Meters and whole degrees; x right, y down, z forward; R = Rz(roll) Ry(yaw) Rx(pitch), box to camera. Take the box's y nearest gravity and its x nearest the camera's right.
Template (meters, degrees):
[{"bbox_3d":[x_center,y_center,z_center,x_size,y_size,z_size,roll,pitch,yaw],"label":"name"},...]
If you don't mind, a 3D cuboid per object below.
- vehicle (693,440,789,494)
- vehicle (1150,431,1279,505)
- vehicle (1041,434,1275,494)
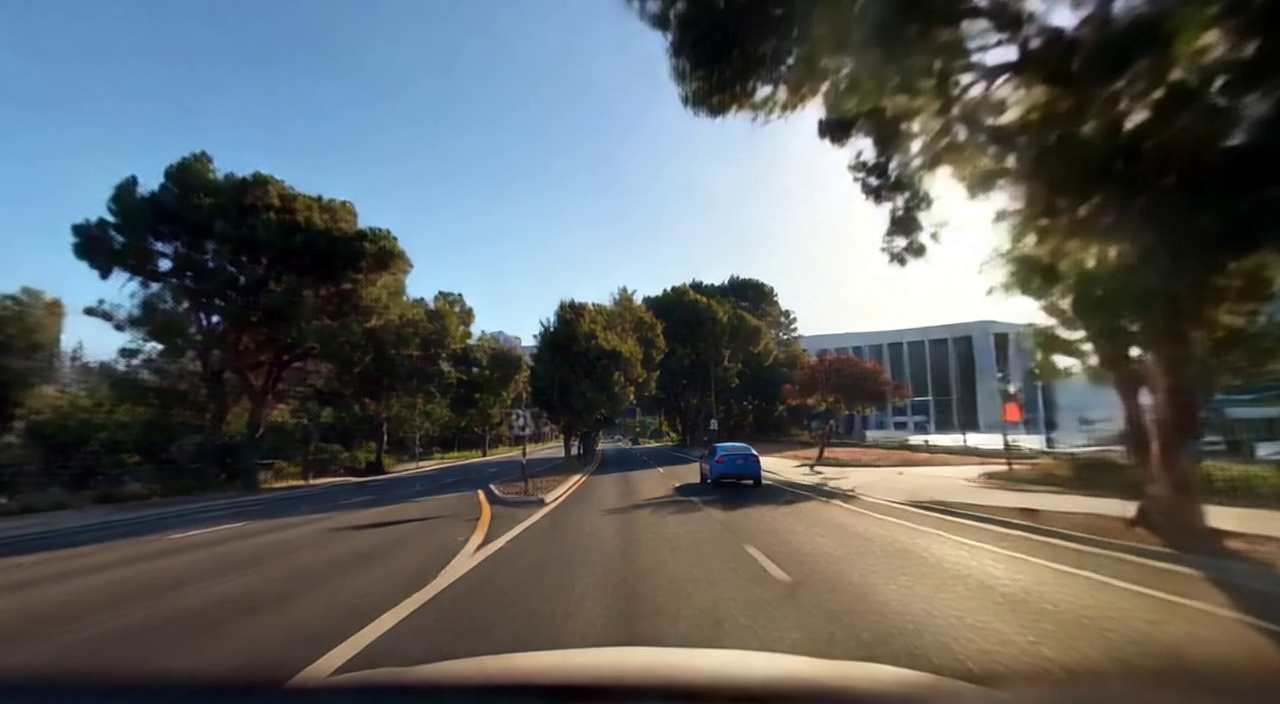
[{"bbox_3d":[3.031,3.568,20.031,2.114,1.493,4.430,0,-9,-3],"label":"vehicle"},{"bbox_3d":[19.983,3.458,19.492,6.229,1.865,2.595,-4,-15,-6],"label":"vehicle"},{"bbox_3d":[20.436,4.447,25.245,6.861,1.821,2.768,-3,-9,-1],"label":"vehicle"}]
